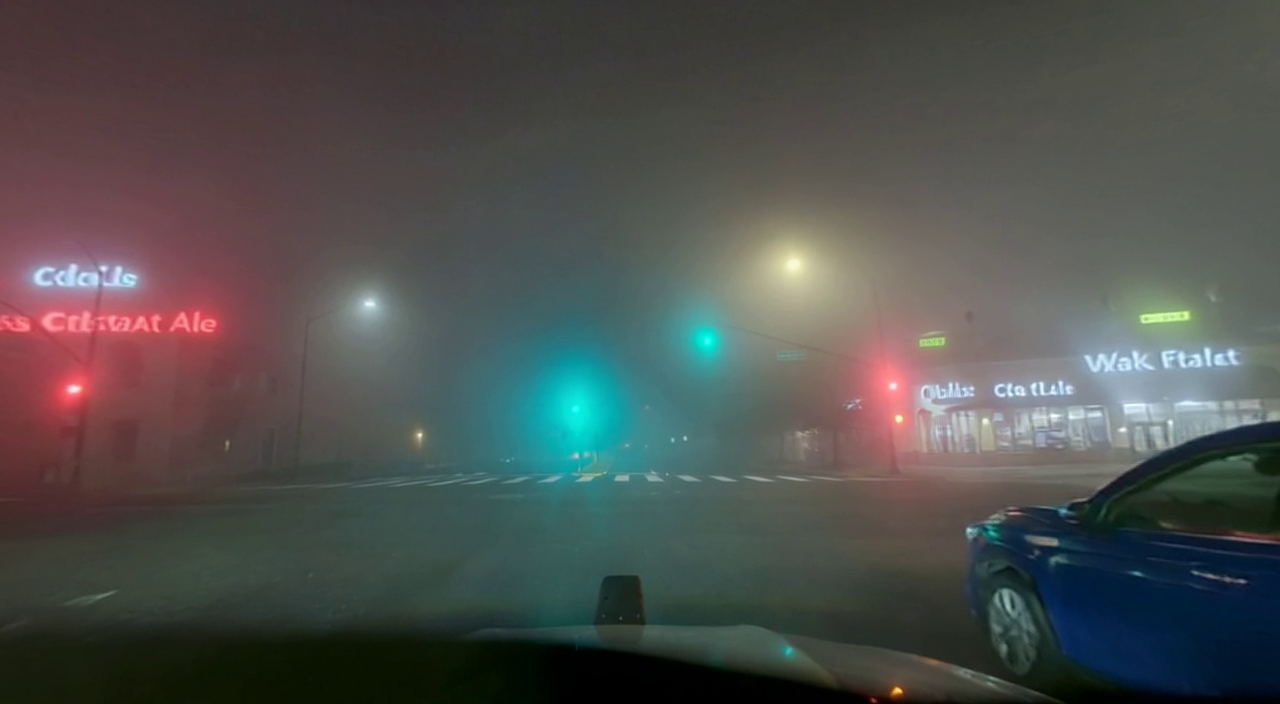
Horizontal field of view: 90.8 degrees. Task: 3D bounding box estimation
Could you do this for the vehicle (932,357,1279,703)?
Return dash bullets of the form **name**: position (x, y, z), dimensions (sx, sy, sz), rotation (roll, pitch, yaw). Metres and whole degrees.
- **vehicle**: position (3.078, 0.819, 1.867), dimensions (2.015, 1.641, 4.995), rotation (0, -9, 0)
